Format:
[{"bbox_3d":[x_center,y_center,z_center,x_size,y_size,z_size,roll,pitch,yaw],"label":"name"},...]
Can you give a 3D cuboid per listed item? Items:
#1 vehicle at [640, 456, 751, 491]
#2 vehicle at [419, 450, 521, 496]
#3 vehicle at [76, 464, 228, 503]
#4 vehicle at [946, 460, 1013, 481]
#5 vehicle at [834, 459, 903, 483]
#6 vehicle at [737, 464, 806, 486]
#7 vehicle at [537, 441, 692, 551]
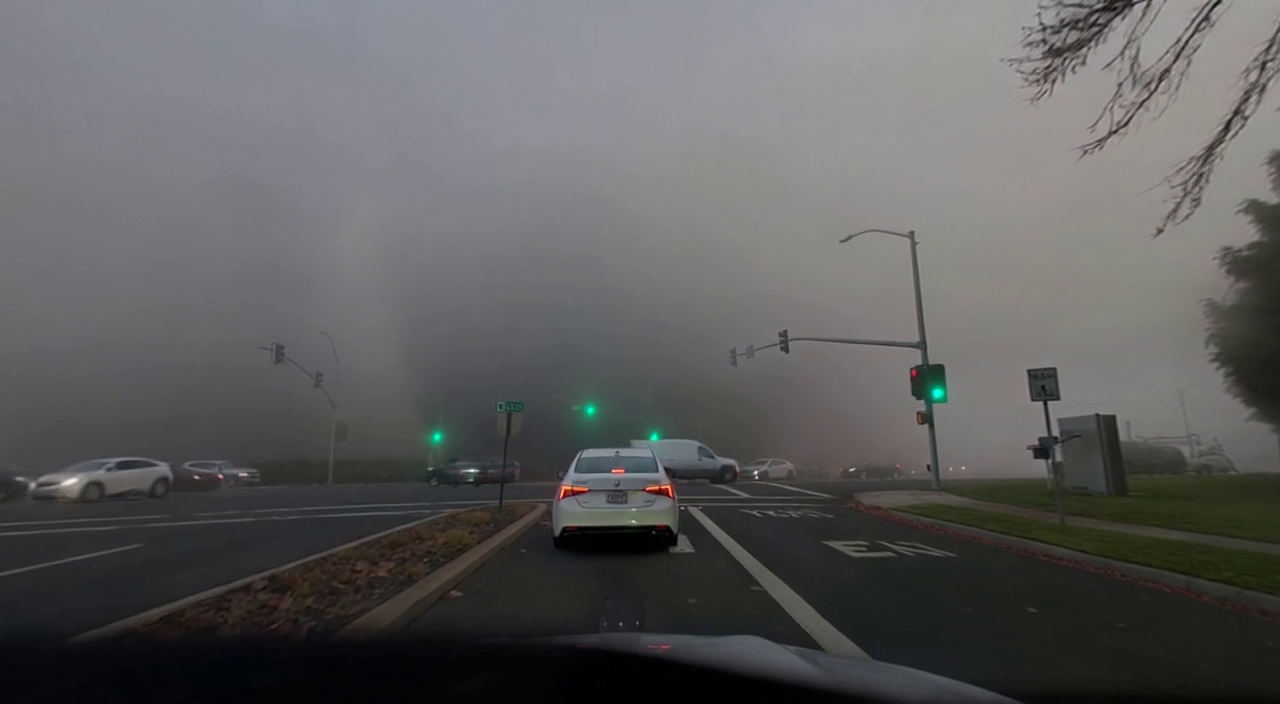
[{"bbox_3d":[2.607,5.629,29.472,4.838,1.449,2.077,-3,-9,17],"label":"vehicle"},{"bbox_3d":[-7.431,5.185,27.509,4.355,1.789,2.175,-7,-11,41],"label":"vehicle"},{"bbox_3d":[-20.087,5.420,26.223,4.548,1.449,1.802,2,-9,-13],"label":"vehicle"},{"bbox_3d":[25.925,9.050,48.316,4.358,1.471,1.875,2,-9,-16],"label":"vehicle"},{"bbox_3d":[16.477,8.573,45.636,4.337,1.637,1.860,2,-9,-16],"label":"vehicle"},{"bbox_3d":[9.062,8.497,43.642,4.254,1.359,1.895,2,-9,-16],"label":"vehicle"},{"bbox_3d":[-0.412,2.289,10.842,2.112,1.479,4.264,0,-8,-2],"label":"vehicle"}]
